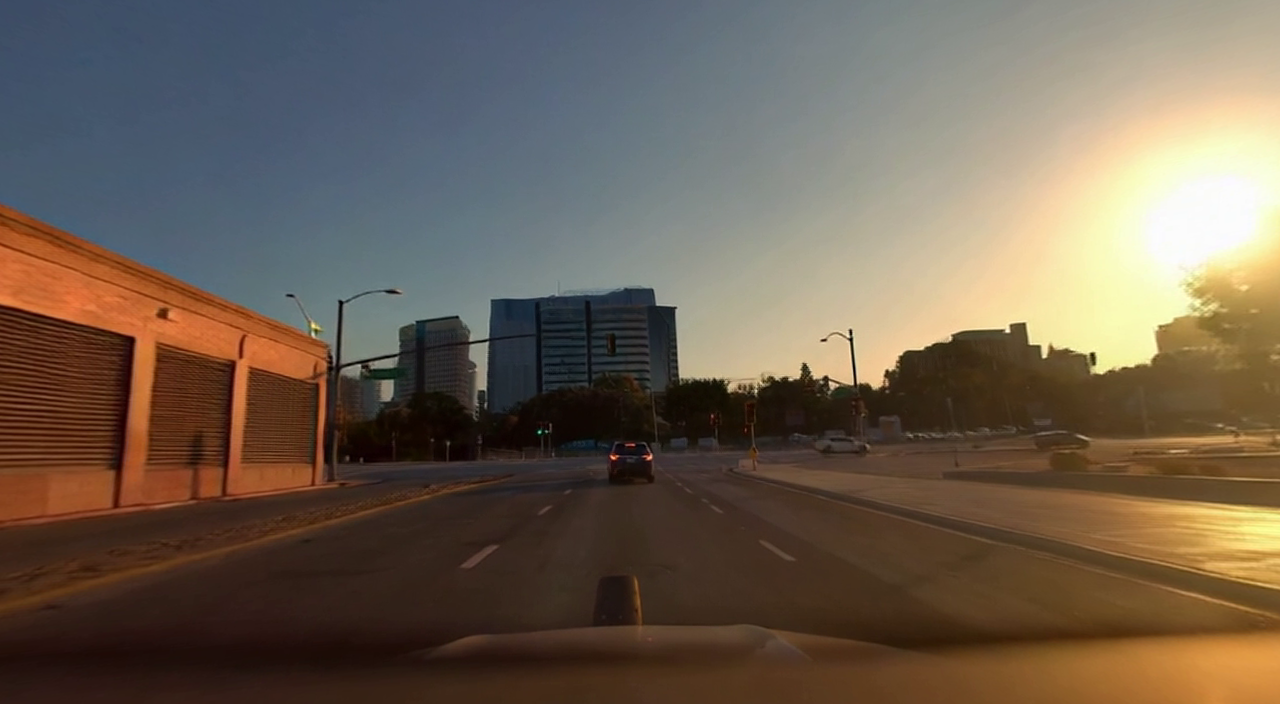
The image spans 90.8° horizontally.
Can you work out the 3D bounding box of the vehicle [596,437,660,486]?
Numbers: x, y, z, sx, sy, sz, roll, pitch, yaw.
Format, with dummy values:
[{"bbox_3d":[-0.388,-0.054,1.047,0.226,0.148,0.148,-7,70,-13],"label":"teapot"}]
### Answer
[{"bbox_3d":[-0.459,4.132,24.158,2.218,1.657,4.551,0,-9,-1],"label":"vehicle"}]
